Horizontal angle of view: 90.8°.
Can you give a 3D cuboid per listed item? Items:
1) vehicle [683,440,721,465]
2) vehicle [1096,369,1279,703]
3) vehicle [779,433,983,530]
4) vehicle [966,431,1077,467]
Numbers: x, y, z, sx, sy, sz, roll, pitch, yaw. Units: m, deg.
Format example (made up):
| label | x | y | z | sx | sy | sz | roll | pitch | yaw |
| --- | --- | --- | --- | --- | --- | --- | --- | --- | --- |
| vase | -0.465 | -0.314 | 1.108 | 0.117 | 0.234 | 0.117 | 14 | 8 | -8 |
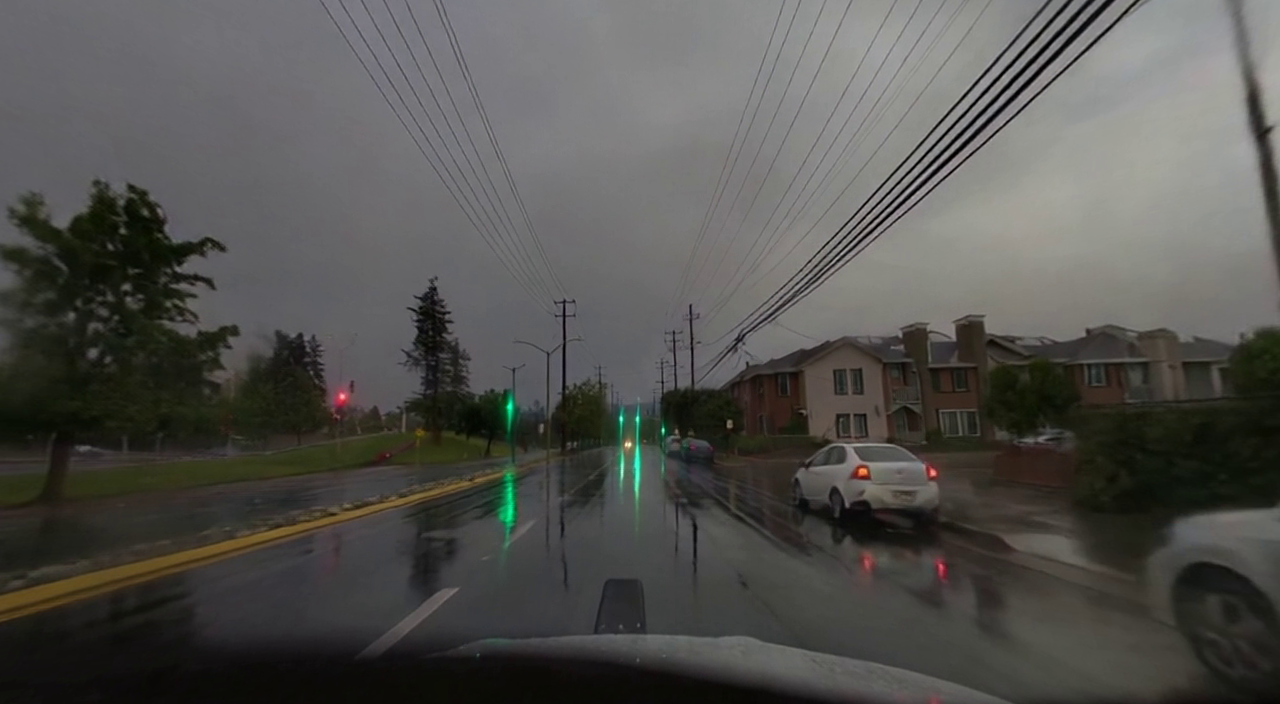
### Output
| label | x | y | z | sx | sy | sz | roll | pitch | yaw |
| --- | --- | --- | --- | --- | --- | --- | --- | --- | --- |
| vehicle | 3.843 | 6.291 | 39.681 | 1.785 | 1.441 | 4.458 | 0 | -8 | -2 |
| vehicle | 4.087 | 0.746 | 2.001 | 1.898 | 1.625 | 4.414 | 0 | -8 | -1 |
| vehicle | 4.087 | 2.271 | 11.725 | 1.994 | 1.422 | 4.595 | 0 | -8 | 0 |
| vehicle | 17.469 | 4.471 | 29.269 | 1.854 | 1.515 | 4.648 | 1 | -8 | -7 |
